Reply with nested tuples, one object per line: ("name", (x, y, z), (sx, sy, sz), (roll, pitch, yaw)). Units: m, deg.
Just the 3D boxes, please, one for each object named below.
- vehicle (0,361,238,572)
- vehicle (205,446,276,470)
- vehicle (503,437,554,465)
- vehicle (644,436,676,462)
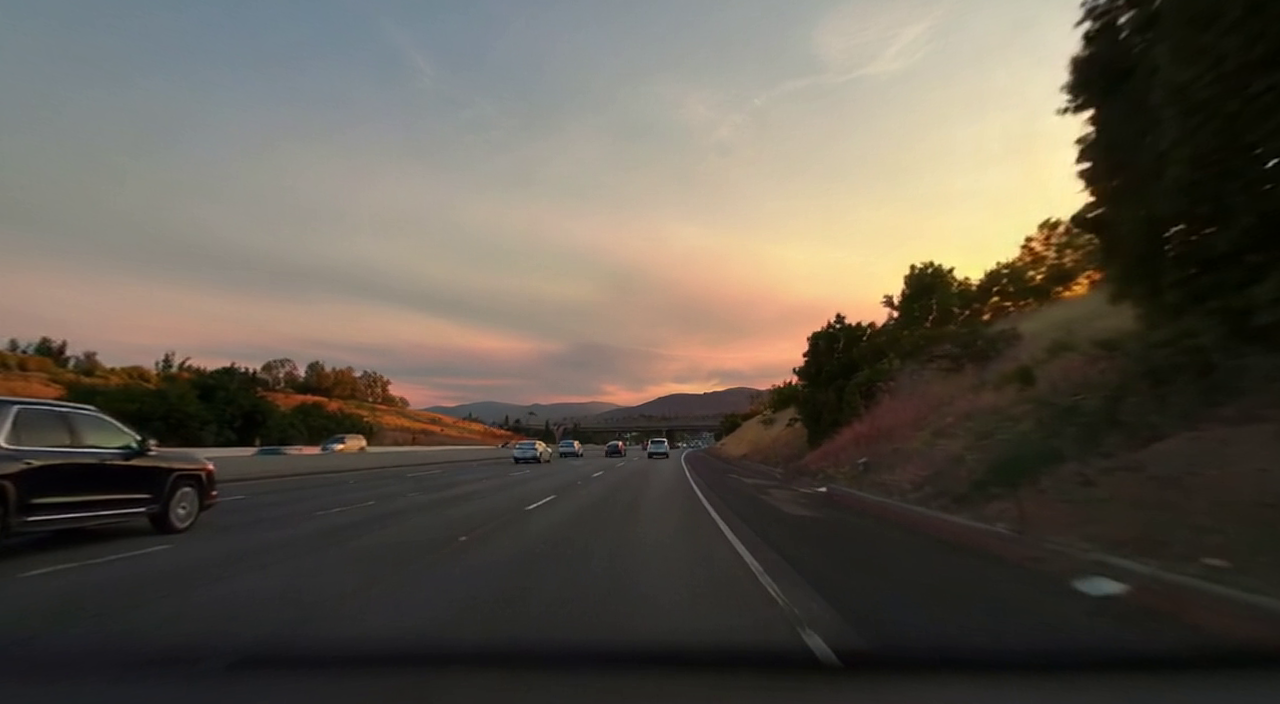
("vehicle", (-7.248, 1.146, 6.440), (2.438, 1.967, 5.596), (0, -8, 2))
("vehicle", (-27.491, 7.303, 43.539), (1.819, 1.520, 4.464), (0, -8, 3))
("vehicle", (-6.616, 5.915, 37.823), (1.986, 1.534, 4.255), (0, -8, 4))
("vehicle", (1.488, 6.835, 44.581), (2.141, 1.706, 4.065), (0, -8, 4))
